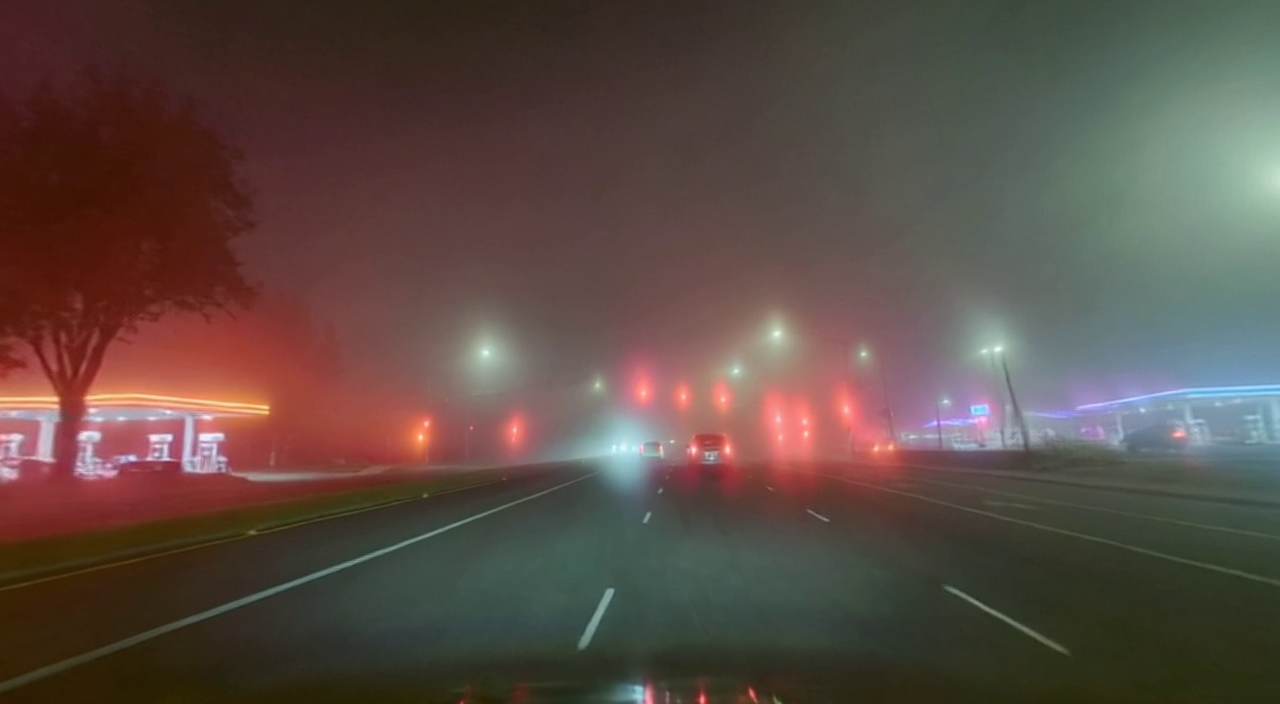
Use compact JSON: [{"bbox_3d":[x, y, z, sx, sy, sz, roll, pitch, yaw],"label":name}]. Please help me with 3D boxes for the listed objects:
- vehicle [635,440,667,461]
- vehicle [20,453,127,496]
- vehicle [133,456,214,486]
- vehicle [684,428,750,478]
[{"bbox_3d":[0.857,7.201,46.219,2.100,1.469,3.872,-1,-9,5],"label":"vehicle"},{"bbox_3d":[-25.371,5.422,28.170,4.428,1.708,1.952,-4,-10,27],"label":"vehicle"},{"bbox_3d":[-25.455,6.453,34.326,4.538,1.469,1.912,-6,-10,32],"label":"vehicle"},{"bbox_3d":[2.796,3.825,23.924,2.213,1.715,4.242,-1,-9,3],"label":"vehicle"}]
